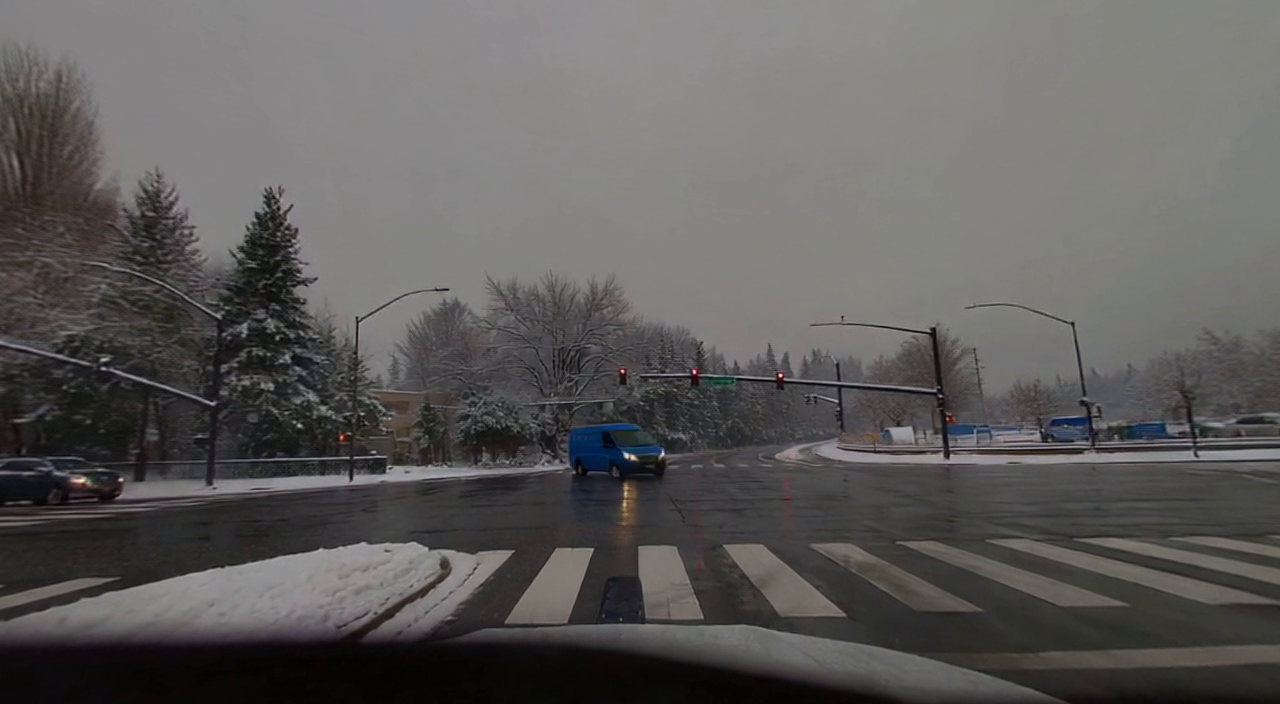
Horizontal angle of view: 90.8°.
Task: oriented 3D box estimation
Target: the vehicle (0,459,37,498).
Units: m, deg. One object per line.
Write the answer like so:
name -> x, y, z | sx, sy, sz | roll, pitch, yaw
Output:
vehicle -> -45.977, 9.057, 45.619 | 2.529, 2.543, 5.861 | 6, -10, -35

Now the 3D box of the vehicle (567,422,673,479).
vehicle -> -1.104, 4.613, 29.862 | 2.465, 2.404, 5.791 | 5, -10, -31
